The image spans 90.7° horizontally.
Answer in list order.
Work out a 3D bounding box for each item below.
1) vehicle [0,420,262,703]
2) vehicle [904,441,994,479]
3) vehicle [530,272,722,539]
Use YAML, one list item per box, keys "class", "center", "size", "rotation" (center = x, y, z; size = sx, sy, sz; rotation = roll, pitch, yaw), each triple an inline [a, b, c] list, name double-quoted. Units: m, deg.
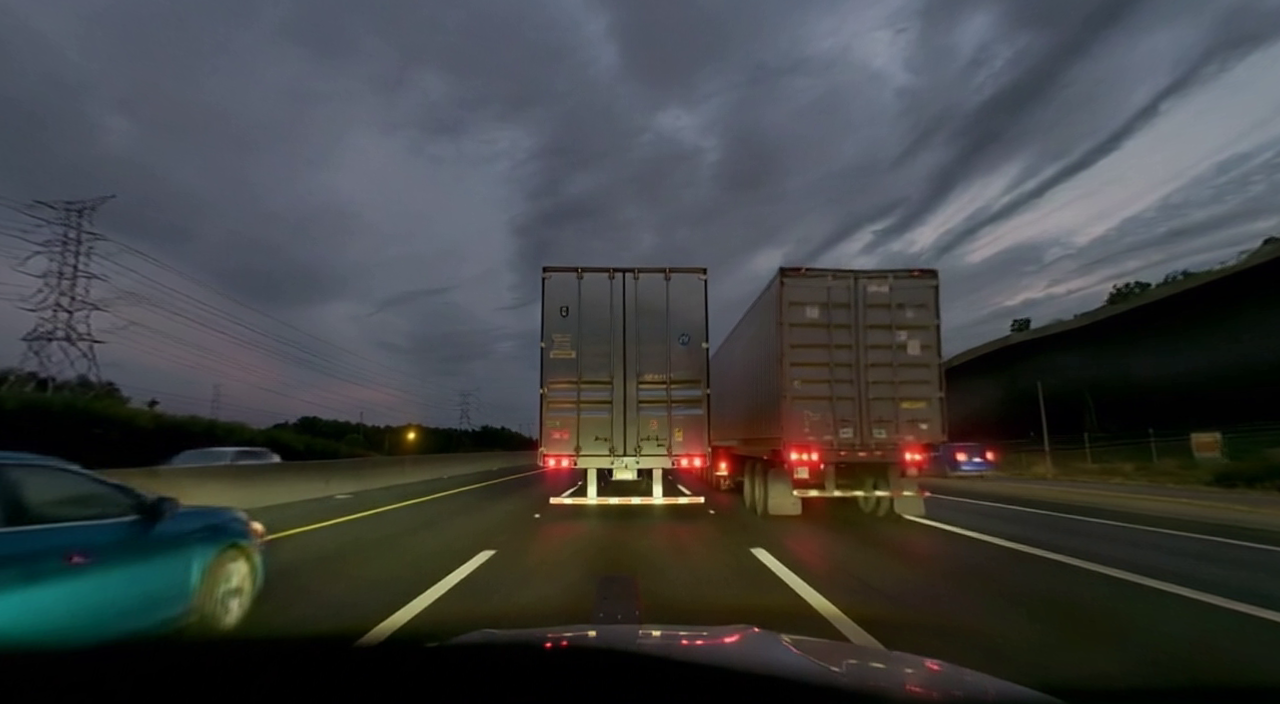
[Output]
- class: "vehicle"
  center: [-4.184, 1.068, 2.975]
  size: [1.993, 1.475, 4.540]
  rotation: [0, -9, 0]
- class: "vehicle"
  center: [12.781, 4.485, 26.439]
  size: [1.766, 1.452, 3.703]
  rotation: [0, -9, -2]
- class: "vehicle"
  center: [-0.215, 1.646, 15.660]
  size: [2.841, 4.071, 12.046]
  rotation: [0, -9, 0]
